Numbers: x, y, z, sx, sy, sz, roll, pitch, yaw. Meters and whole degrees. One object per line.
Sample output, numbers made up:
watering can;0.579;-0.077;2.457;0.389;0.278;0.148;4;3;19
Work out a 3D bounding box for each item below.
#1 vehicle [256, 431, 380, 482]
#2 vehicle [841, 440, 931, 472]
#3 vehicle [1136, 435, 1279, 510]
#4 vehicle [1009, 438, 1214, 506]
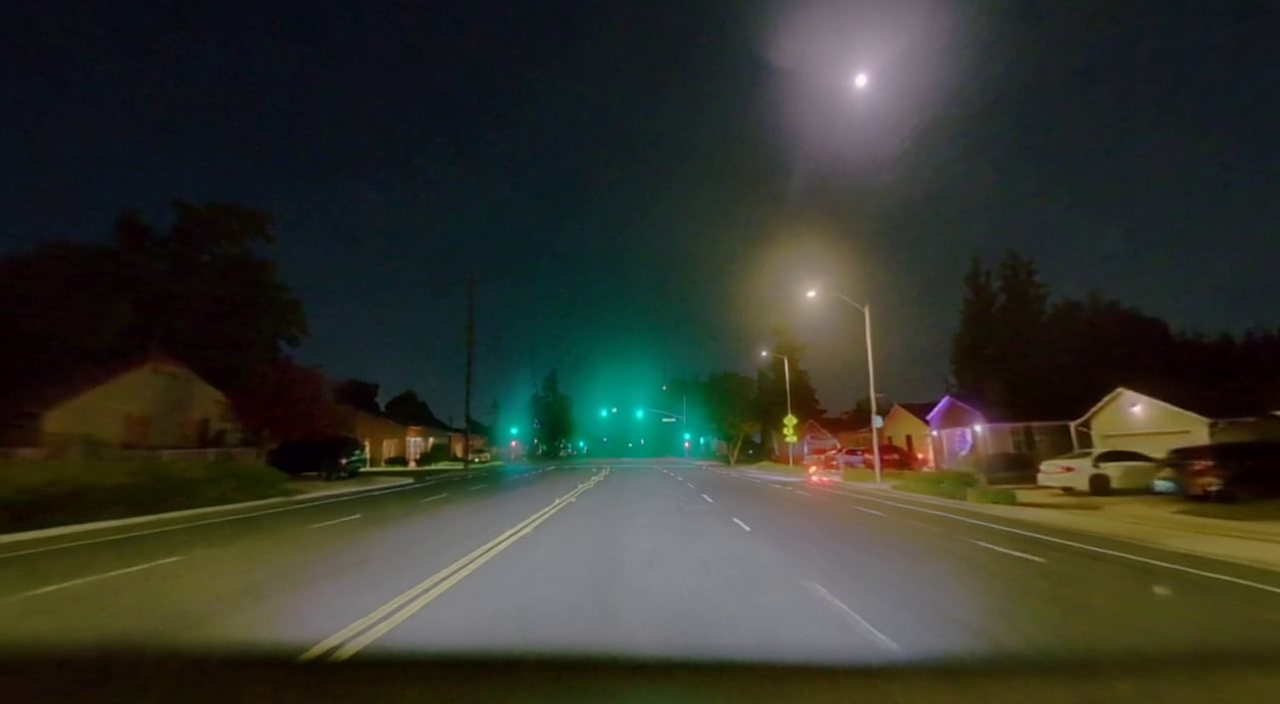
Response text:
vehicle;-15.653;5.119;31.321;2.653;2.232;6.273;0;-8;2
vehicle;15.329;6.508;39.516;4.739;1.667;1.998;-3;-7;0
vehicle;15.177;2.889;15.531;4.234;1.491;1.940;-3;-7;0
vehicle;13.950;3.541;18.902;4.466;1.578;1.968;-4;-7;-1
